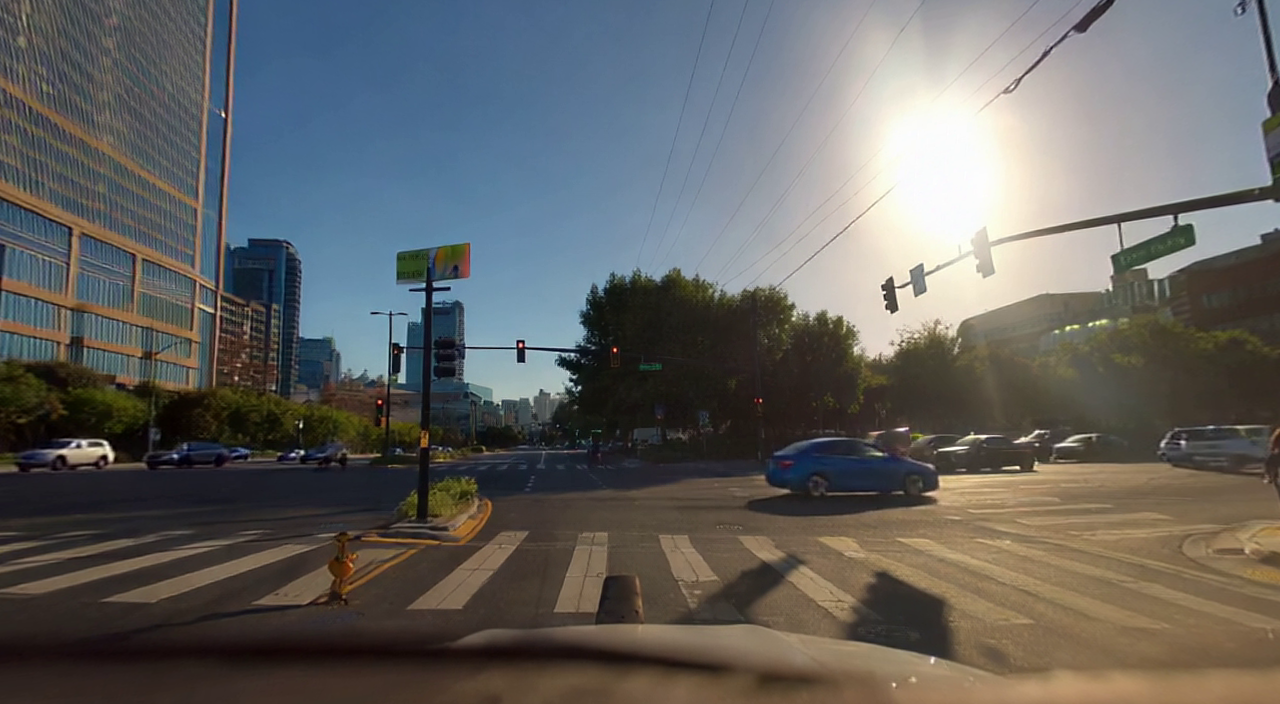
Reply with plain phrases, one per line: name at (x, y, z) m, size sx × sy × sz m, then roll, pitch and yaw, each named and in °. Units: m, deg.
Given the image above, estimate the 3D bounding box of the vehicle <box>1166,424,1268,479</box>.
vehicle at (21.419, 3.644, 23.388) m, size 4.509 × 1.821 × 2.066 m, roll 7°, pitch -11°, yaw -40°

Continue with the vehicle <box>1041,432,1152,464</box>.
vehicle at (27.760, 5.880, 38.779) m, size 2.457 × 1.777 × 6.196 m, roll -1°, pitch -8°, yaw 3°

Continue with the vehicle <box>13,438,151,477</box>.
vehicle at (-31.008, 5.846, 35.486) m, size 2.456 × 1.961 × 5.978 m, roll 0°, pitch -8°, yaw -3°

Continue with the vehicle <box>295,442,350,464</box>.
vehicle at (-24.813, 7.925, 49.570) m, size 2.056 × 1.604 × 4.436 m, roll 0°, pitch -8°, yaw -2°

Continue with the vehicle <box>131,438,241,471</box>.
vehicle at (-27.586, 6.248, 38.742) m, size 2.388 × 1.858 × 6.056 m, roll 0°, pitch -8°, yaw -2°

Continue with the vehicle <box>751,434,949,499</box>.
vehicle at (5.214, 2.900, 16.183) m, size 4.312 × 1.540 × 2.007 m, roll 0°, pitch -8°, yaw -1°

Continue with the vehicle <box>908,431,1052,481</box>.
vehicle at (12.941, 3.920, 24.068) m, size 4.742 × 1.762 × 2.180 m, roll 3°, pitch -9°, yaw -22°
